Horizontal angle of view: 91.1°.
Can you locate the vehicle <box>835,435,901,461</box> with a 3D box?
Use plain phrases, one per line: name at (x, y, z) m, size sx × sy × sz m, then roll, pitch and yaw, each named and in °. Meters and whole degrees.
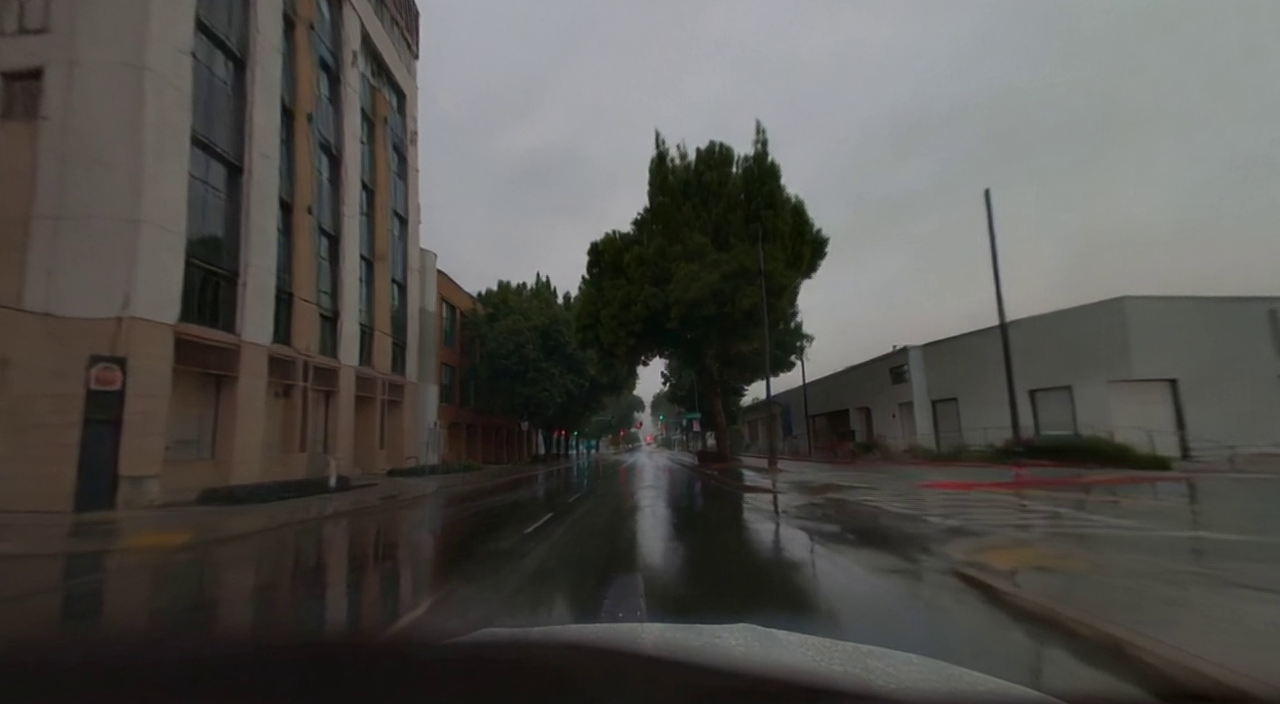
vehicle at (15.043, 6.338, 41.603) m, size 3.627 × 1.567 × 1.774 m, roll -2°, pitch -8°, yaw 2°
